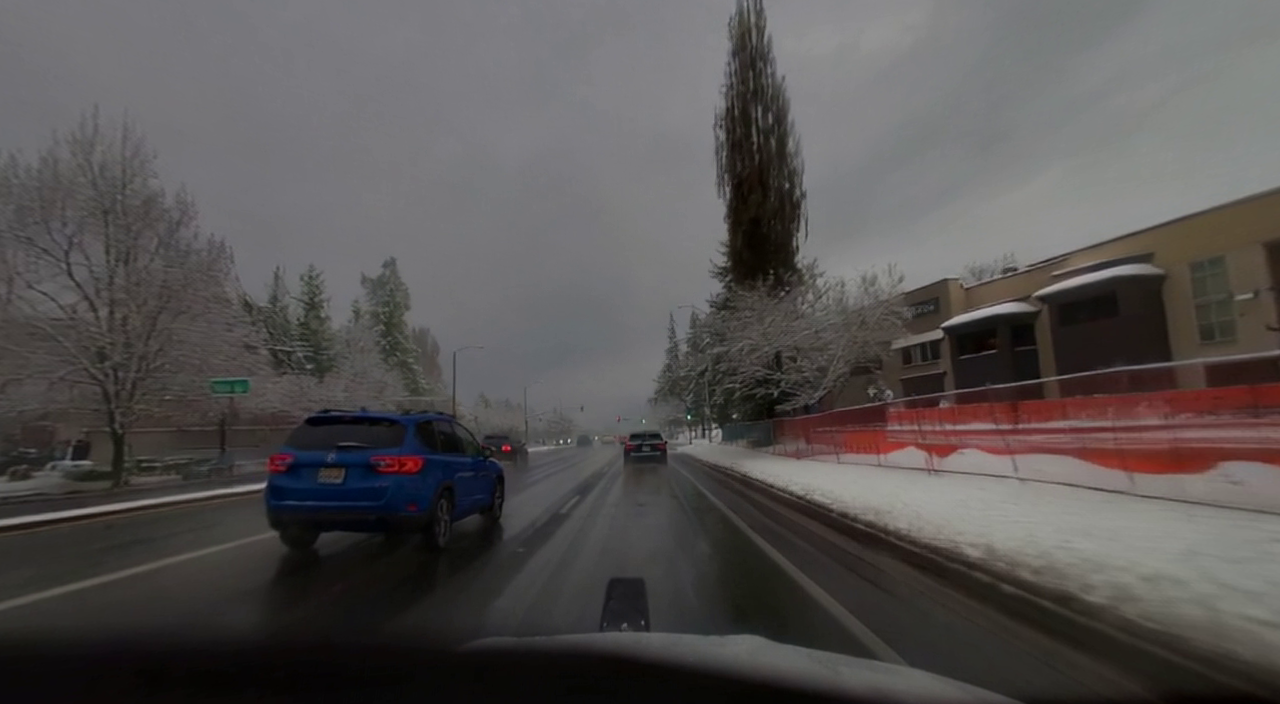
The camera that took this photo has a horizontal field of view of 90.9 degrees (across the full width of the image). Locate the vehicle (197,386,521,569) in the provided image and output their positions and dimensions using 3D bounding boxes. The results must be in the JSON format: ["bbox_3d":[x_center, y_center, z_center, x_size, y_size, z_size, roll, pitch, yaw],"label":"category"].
[{"bbox_3d":[-3.319,1.616,8.913,2.157,1.824,4.986,0,-8,2],"label":"vehicle"}]

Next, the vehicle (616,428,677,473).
[{"bbox_3d":[0.227,3.901,25.199,2.227,1.654,4.091,0,-8,-1],"label":"vehicle"}]
